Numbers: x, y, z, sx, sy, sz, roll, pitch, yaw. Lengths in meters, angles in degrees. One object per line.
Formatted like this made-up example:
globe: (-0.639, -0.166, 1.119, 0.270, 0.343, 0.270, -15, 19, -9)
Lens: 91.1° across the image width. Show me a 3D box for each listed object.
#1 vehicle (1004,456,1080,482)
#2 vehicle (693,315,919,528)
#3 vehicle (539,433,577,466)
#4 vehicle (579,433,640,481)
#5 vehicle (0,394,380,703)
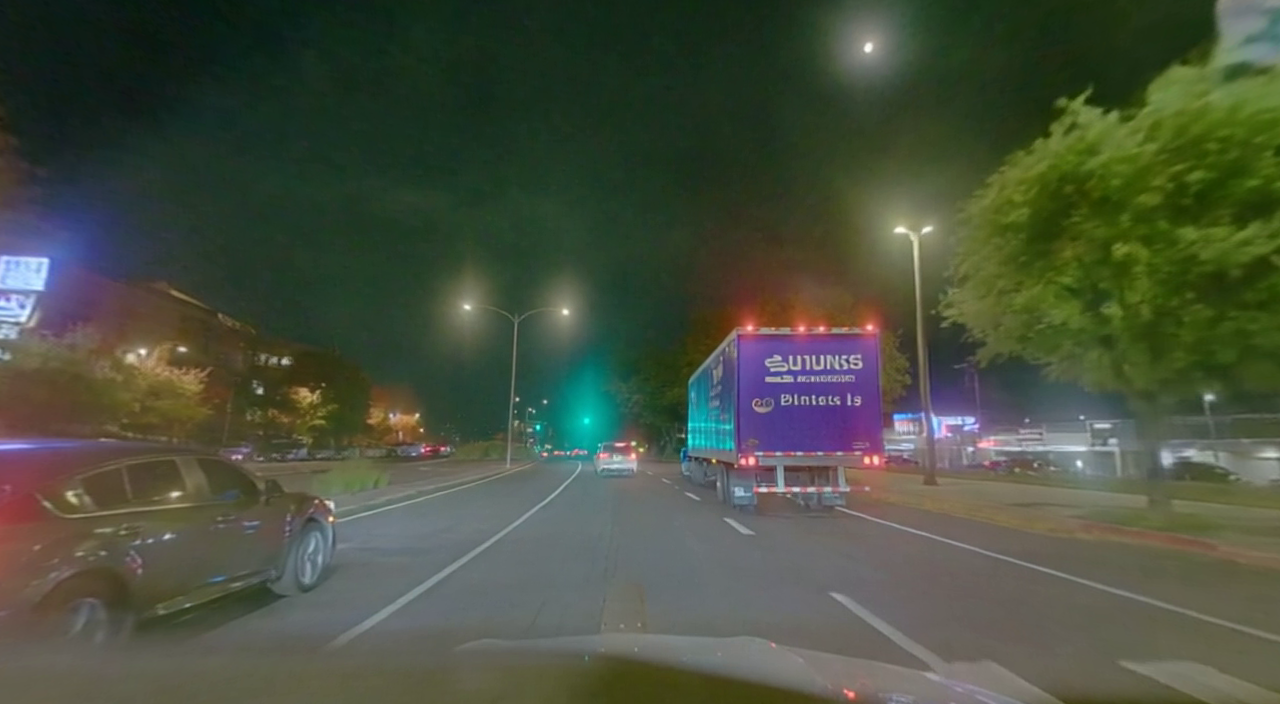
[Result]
vehicle: (24.973, 7.234, 39.016, 4.391, 1.492, 1.972, 5, -10, -28)
vehicle: (3.174, 1.774, 14.972, 2.905, 3.644, 8.441, 0, -9, -1)
vehicle: (-5.757, 6.938, 44.920, 2.269, 2.181, 5.787, 1, -9, -4)
vehicle: (-1.314, 4.406, 26.596, 2.388, 1.811, 4.455, 1, -9, -4)
vehicle: (-3.678, 1.193, 4.351, 1.828, 1.515, 4.422, 0, -9, 0)
